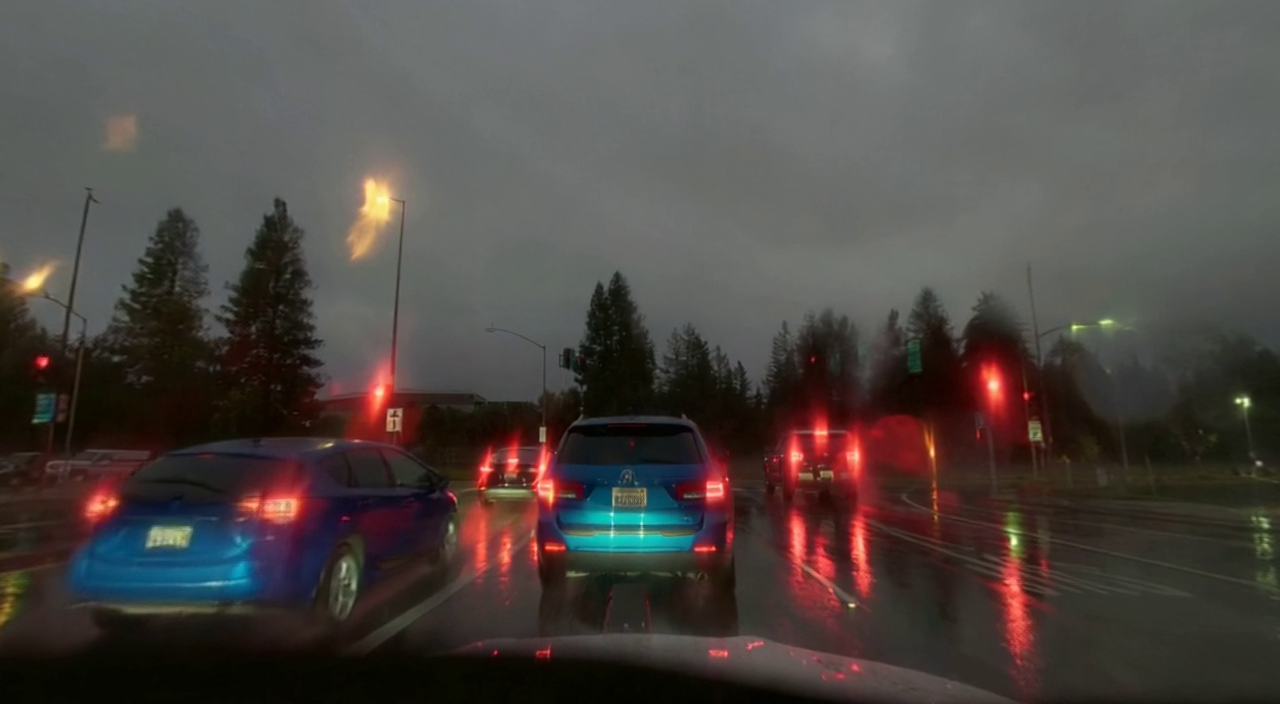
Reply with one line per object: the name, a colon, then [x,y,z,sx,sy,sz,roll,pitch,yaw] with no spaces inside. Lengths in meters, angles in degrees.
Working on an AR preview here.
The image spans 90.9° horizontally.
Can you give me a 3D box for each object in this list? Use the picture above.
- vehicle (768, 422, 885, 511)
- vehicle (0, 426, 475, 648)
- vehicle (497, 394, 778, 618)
vehicle: [4.813,2.994,16.922,2.084,2.053,4.073,-1,-8,4]
vehicle: [-3.297,1.554,6.451,1.913,1.453,4.413,0,-8,2]
vehicle: [-0.033,1.525,7.178,2.203,1.757,4.286,0,-8,0]
